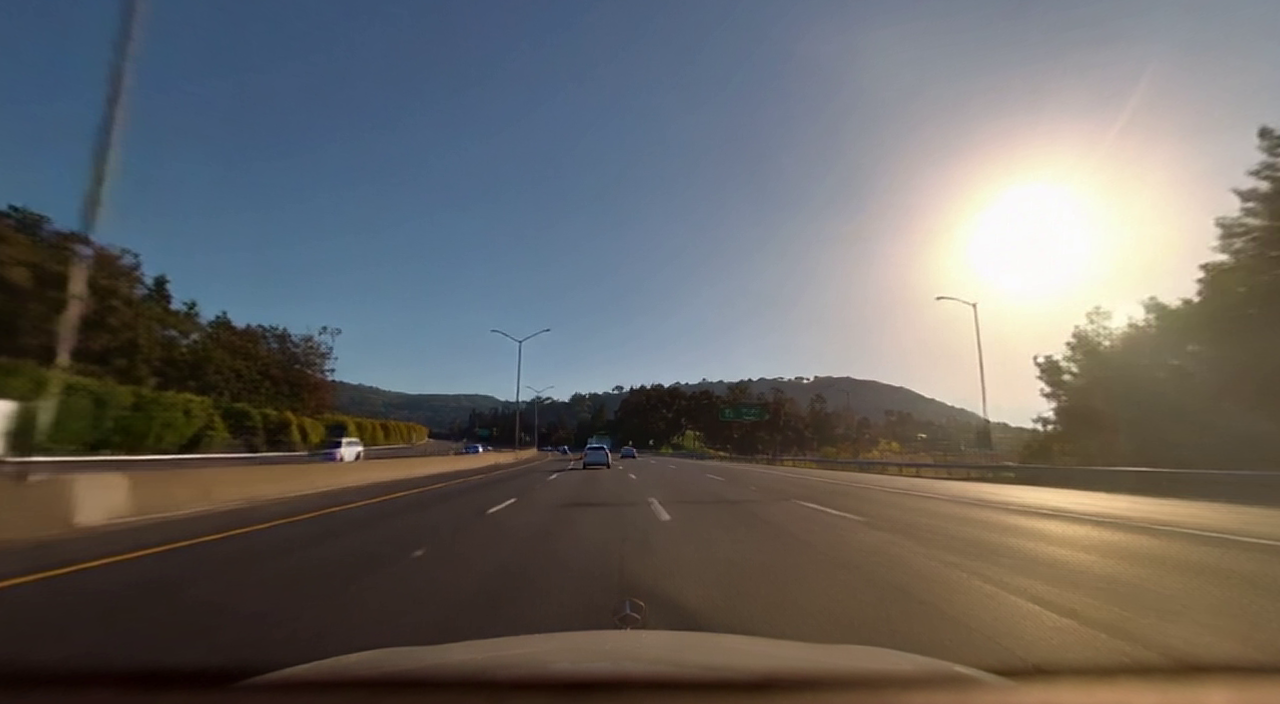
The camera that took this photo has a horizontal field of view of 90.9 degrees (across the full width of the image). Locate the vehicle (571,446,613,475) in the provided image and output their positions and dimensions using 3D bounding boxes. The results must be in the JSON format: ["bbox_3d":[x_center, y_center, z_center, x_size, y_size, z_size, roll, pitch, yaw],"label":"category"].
[{"bbox_3d":[-2.621,5.981,35.048,2.193,1.497,4.337,0,-9,-3],"label":"vehicle"}]

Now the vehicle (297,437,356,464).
[{"bbox_3d":[-23.564,7.436,47.657,2.112,1.852,4.999,0,-9,-3],"label":"vehicle"}]
